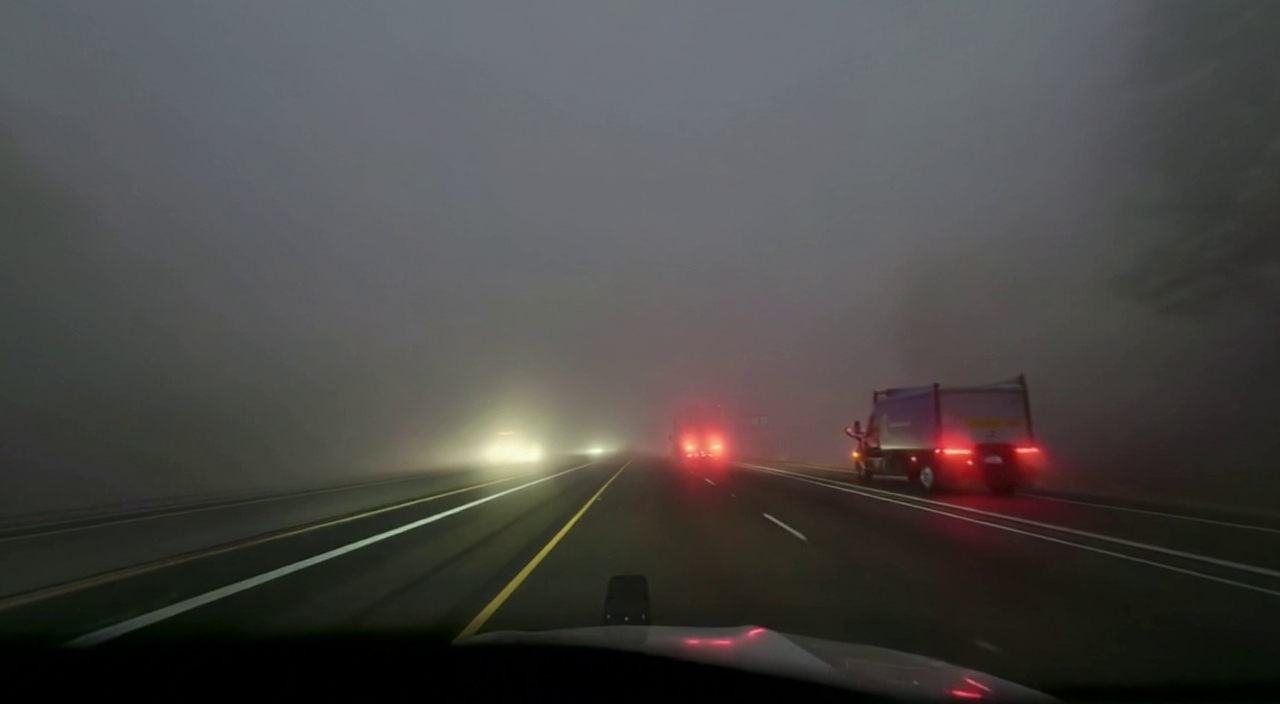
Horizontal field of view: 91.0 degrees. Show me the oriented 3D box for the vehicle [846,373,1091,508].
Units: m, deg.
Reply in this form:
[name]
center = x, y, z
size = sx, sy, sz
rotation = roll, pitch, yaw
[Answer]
[vehicle]
center = 7.876, 2.315, 16.499
size = 2.474, 2.730, 7.349
rotation = 0, -8, 0
